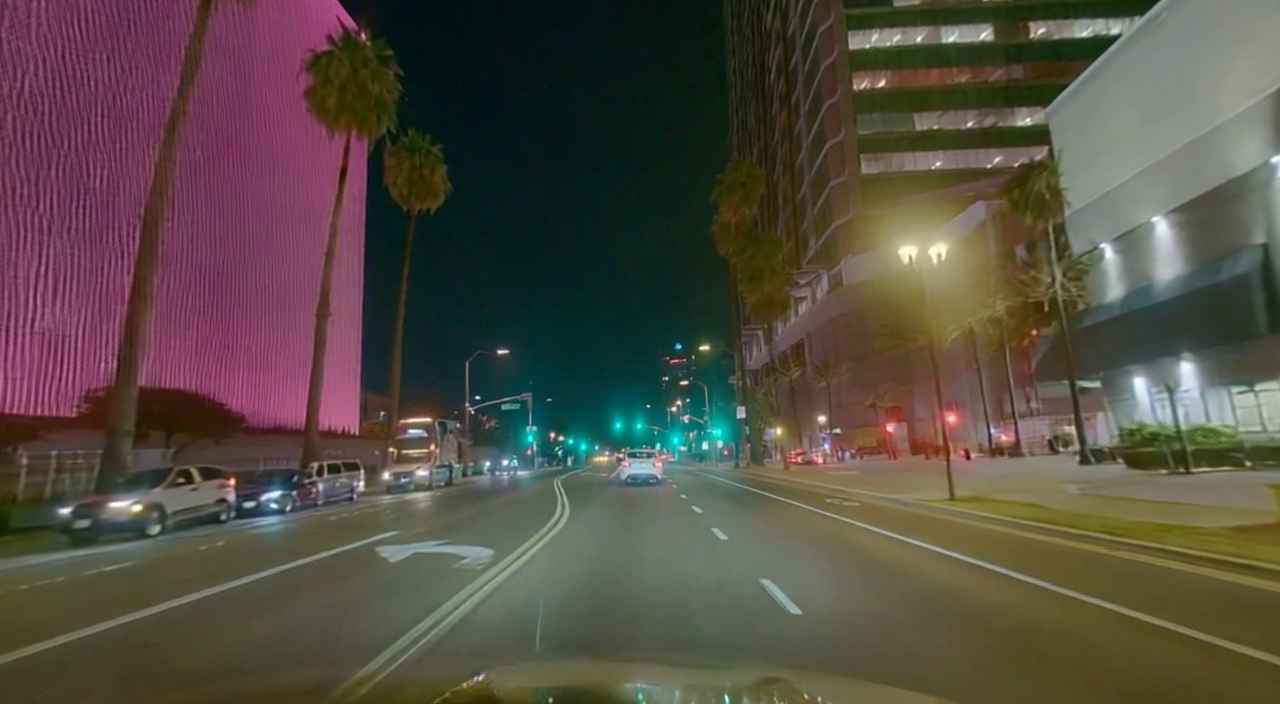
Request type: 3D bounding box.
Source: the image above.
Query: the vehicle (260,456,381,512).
[{"bbox_3d":[-11.969,4.937,24.060,1.981,1.803,4.835,0,-9,1],"label":"vehicle"}]

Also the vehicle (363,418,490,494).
[{"bbox_3d":[-11.982,6.010,37.089,3.058,3.443,12.503,-5,-8,0],"label":"vehicle"}]

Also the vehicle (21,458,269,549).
[{"bbox_3d":[-12.146,3.689,16.052,2.308,1.839,4.793,0,-9,2],"label":"vehicle"}]

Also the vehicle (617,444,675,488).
[{"bbox_3d":[0.251,4.612,25.733,2.145,1.632,3.972,0,-9,1],"label":"vehicle"}]
